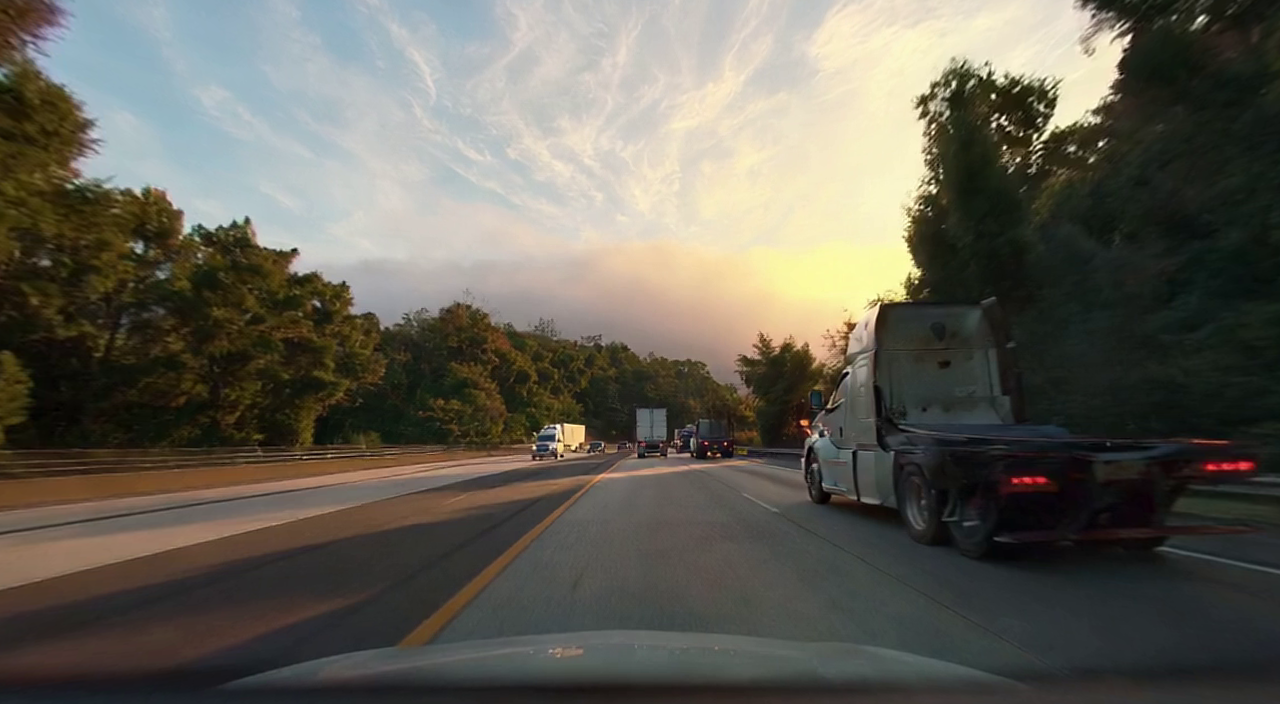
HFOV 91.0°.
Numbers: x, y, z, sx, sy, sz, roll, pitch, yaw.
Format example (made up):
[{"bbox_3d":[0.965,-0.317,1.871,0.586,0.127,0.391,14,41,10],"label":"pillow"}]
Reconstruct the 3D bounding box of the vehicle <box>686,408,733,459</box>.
[{"bbox_3d":[5.221,6.303,48.384,2.956,3.604,6.277,-1,-8,1],"label":"vehicle"}]

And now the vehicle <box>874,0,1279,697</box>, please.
[{"bbox_3d":[4.847,-0.441,1.772,2.885,4.049,13.827,0,-8,-1],"label":"vehicle"}]

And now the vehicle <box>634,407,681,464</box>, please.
[{"bbox_3d":[1.004,5.303,39.973,2.644,3.247,7.454,0,-8,0],"label":"vehicle"}]
